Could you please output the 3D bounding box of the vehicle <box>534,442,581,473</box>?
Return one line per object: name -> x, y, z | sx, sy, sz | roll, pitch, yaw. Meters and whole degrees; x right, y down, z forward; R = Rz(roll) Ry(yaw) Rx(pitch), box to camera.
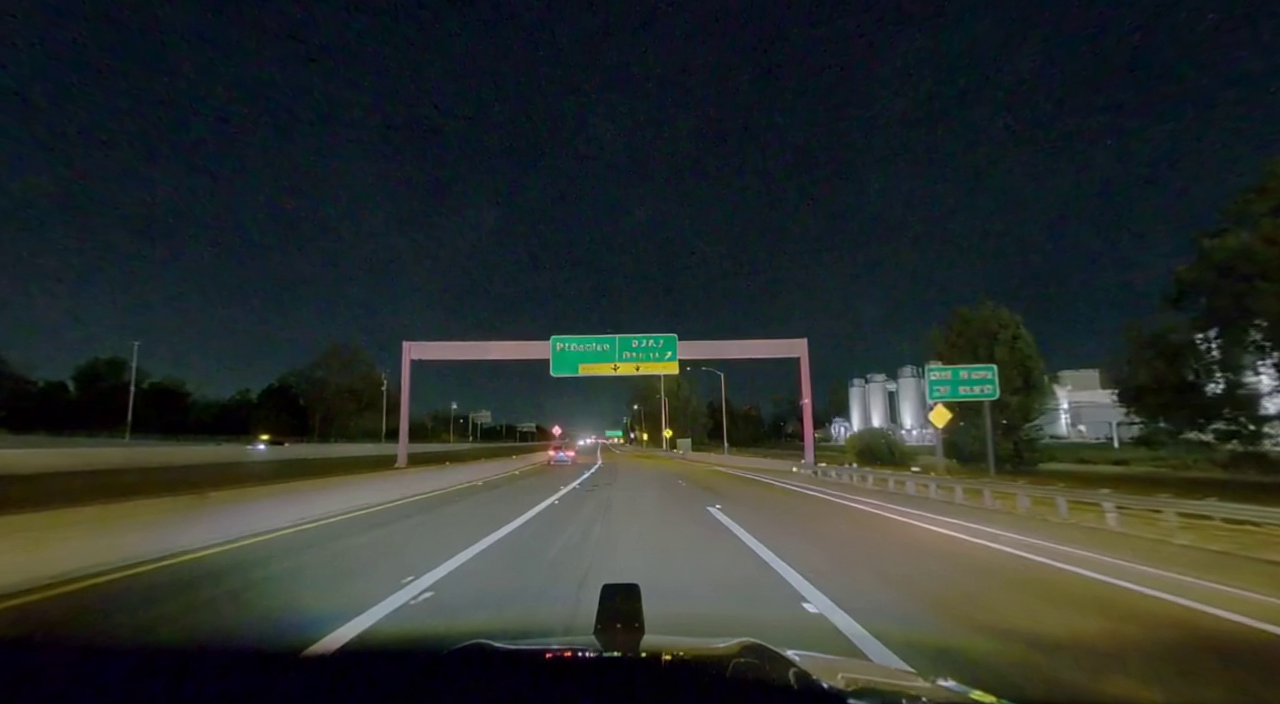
vehicle -> -4.446, 5.775, 34.541 | 2.012, 1.571, 4.232 | 0, -9, 0
